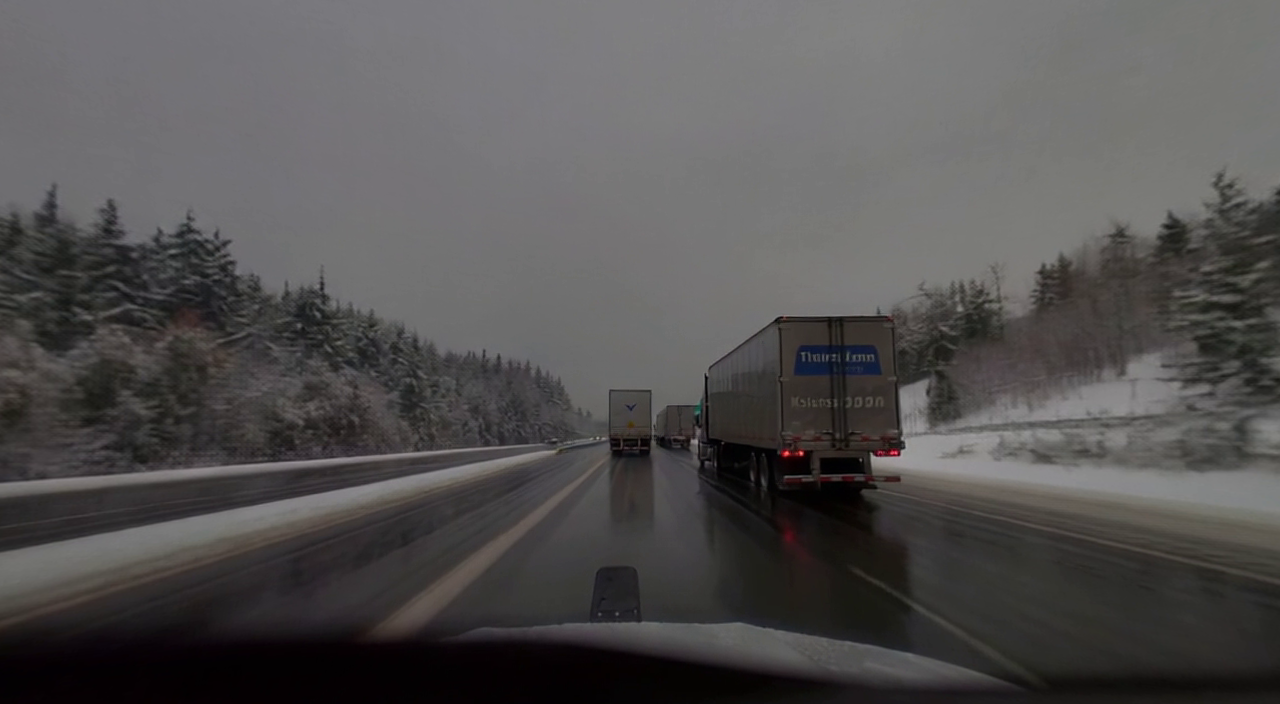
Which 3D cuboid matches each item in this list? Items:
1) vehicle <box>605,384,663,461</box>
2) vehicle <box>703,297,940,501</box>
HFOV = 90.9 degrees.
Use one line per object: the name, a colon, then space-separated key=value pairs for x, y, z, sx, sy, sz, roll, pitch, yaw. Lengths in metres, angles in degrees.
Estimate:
vehicle: x=-0.371 y=4.321 z=37.679 sx=2.958 sy=3.917 sz=10.196 roll=0 pitch=-8 yaw=-1
vehicle: x=4.378 y=1.889 z=20.063 sx=2.856 sy=4.145 sz=14.500 roll=0 pitch=-8 yaw=-2
